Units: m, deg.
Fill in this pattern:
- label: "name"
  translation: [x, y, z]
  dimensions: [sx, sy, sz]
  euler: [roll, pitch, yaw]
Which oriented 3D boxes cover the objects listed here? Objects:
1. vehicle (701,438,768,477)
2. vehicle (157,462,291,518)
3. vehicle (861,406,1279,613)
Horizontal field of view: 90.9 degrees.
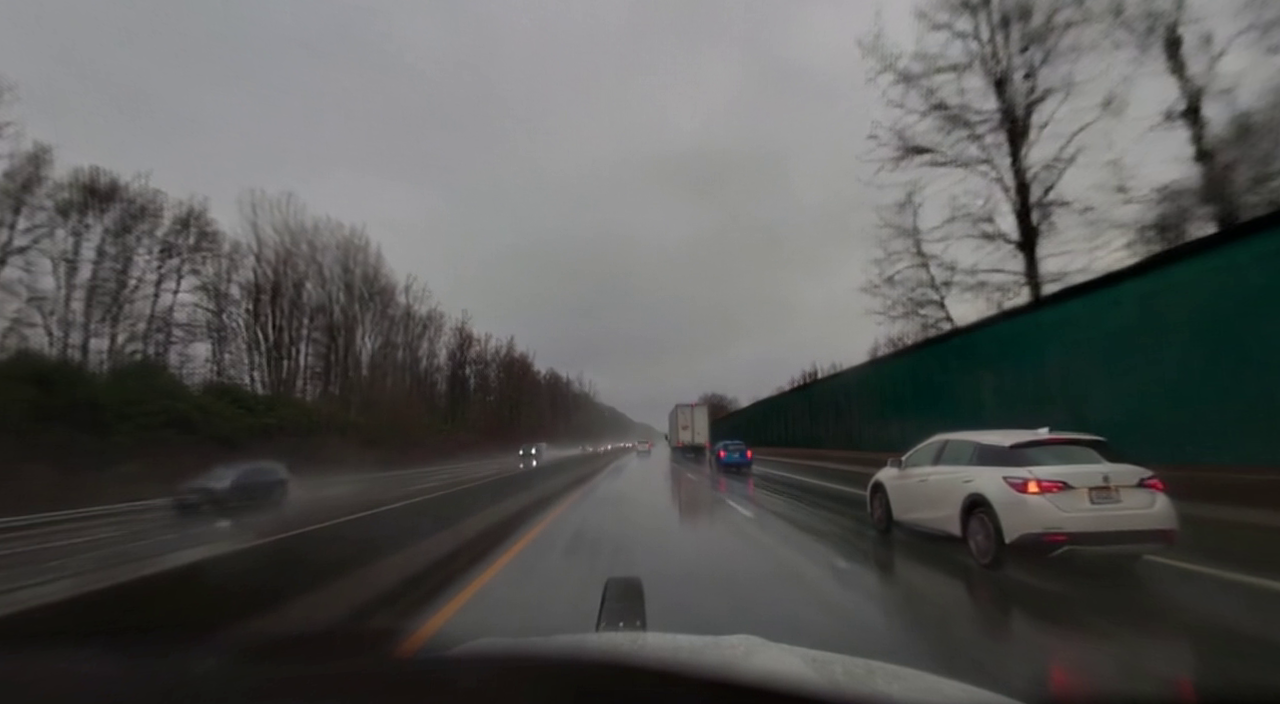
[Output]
- label: "vehicle"
  translation: [3.865, 4.367, 26.428]
  dimensions: [2.000, 1.473, 4.440]
  euler: [1, -8, -2]
- label: "vehicle"
  translation: [-12.981, 4.298, 19.993]
  dimensions: [1.777, 1.465, 3.889]
  euler: [1, -8, -4]
- label: "vehicle"
  translation: [4.163, 1.478, 6.818]
  dimensions: [1.940, 1.539, 4.005]
  euler: [1, -8, -2]
